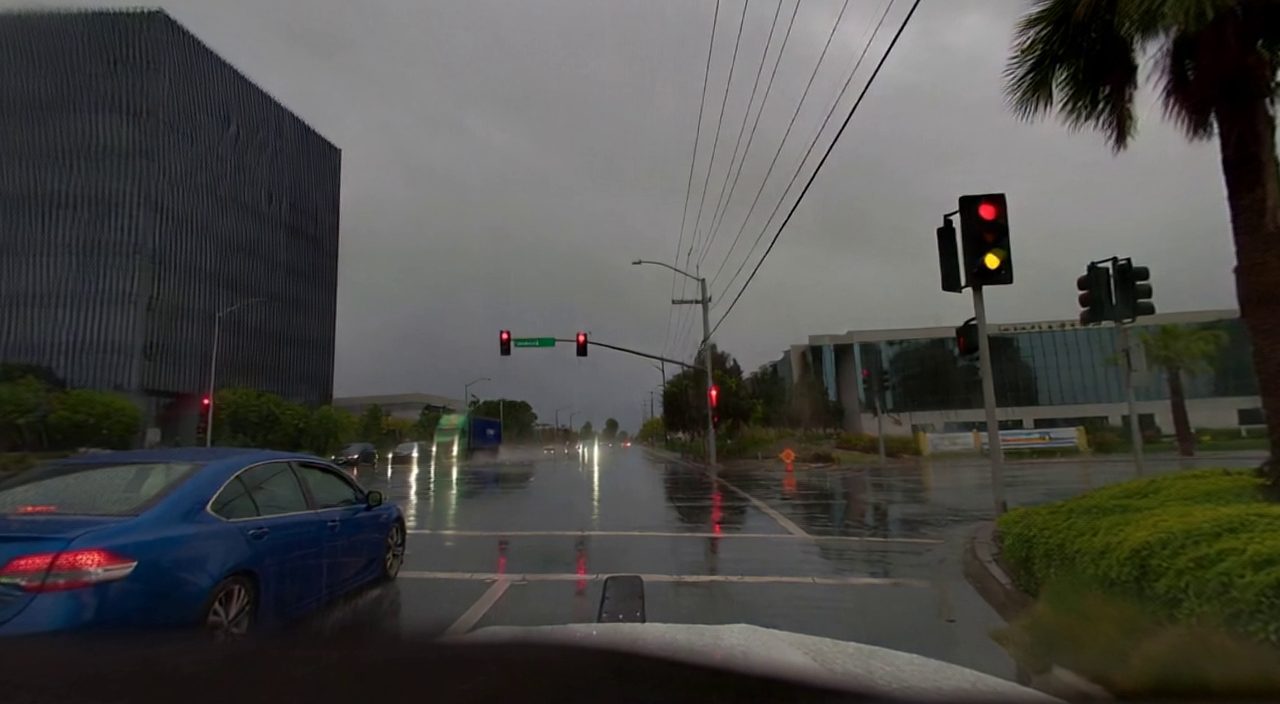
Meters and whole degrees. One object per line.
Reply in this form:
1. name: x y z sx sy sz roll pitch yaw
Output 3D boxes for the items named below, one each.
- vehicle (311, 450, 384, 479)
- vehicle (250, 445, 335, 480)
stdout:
1. vehicle: -15.364 5.920 33.302 1.875 1.389 3.784 0 -9 3
2. vehicle: -19.097 6.068 34.878 2.017 1.739 4.569 0 -9 1
